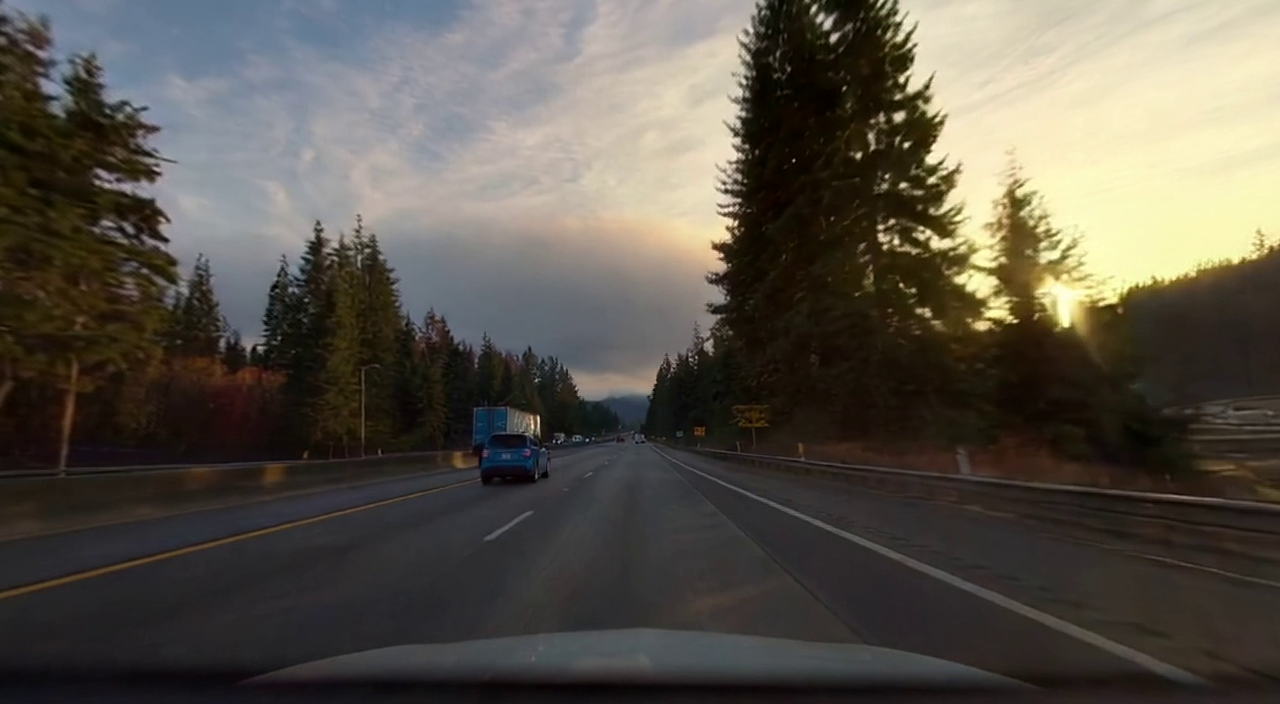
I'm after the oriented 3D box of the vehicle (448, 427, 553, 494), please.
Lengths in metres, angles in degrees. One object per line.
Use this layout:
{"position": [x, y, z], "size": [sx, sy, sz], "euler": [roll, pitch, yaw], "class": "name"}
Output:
{"position": [-4.030, 3.201, 19.042], "size": [2.084, 1.752, 4.479], "euler": [0, -8, 1], "class": "vehicle"}
